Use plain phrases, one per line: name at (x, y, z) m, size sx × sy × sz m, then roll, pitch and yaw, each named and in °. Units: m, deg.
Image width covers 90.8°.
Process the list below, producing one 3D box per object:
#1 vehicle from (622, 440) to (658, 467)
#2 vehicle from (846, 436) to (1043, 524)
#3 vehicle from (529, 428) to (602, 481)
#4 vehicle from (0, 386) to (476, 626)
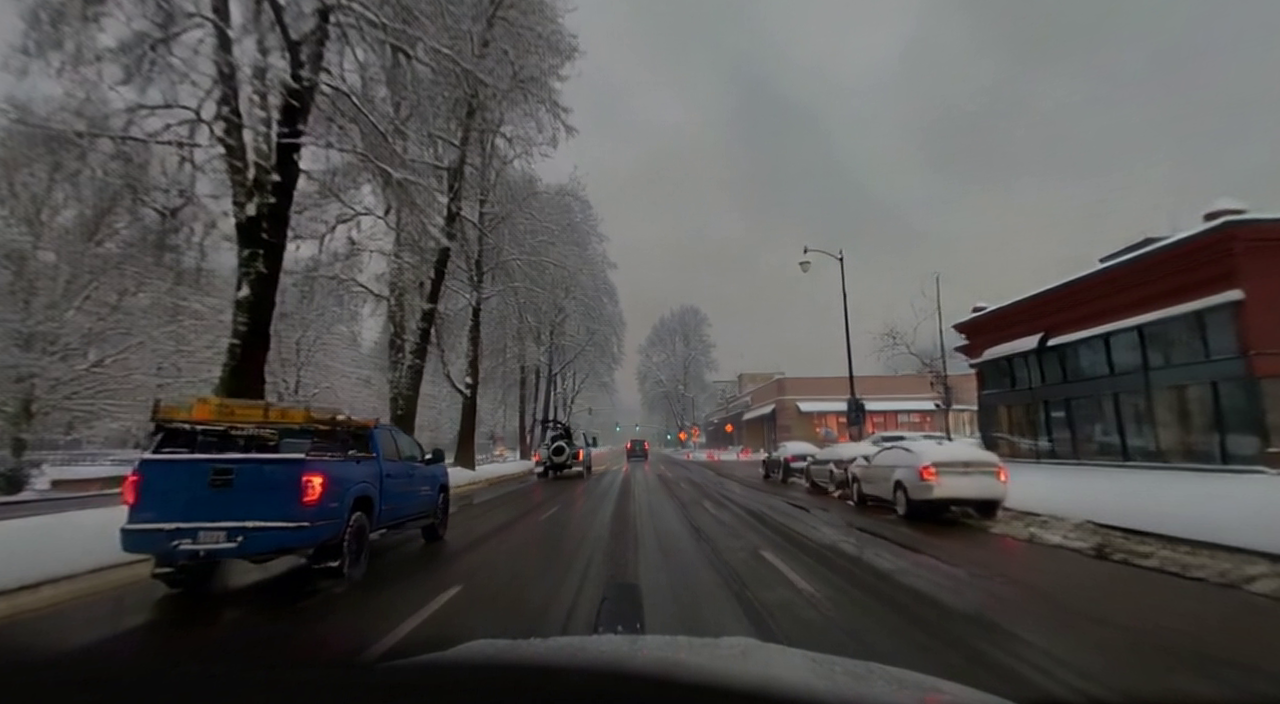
vehicle at (-0.074, 7.107, 44.304) m, size 2.413 × 1.748 × 4.406 m, roll 0°, pitch -8°, yaw -2°
vehicle at (6.055, 2.567, 13.339) m, size 2.045 × 1.505 × 4.615 m, roll -1°, pitch -8°, yaw 3°
vehicle at (-3.124, 4.475, 27.813) m, size 2.424 × 2.063 × 5.678 m, roll 0°, pitch -8°, yaw 1°
vehicle at (-3.590, 1.474, 7.002) m, size 2.327 × 1.775 × 4.430 m, roll 0°, pitch -8°, yaw 0°
